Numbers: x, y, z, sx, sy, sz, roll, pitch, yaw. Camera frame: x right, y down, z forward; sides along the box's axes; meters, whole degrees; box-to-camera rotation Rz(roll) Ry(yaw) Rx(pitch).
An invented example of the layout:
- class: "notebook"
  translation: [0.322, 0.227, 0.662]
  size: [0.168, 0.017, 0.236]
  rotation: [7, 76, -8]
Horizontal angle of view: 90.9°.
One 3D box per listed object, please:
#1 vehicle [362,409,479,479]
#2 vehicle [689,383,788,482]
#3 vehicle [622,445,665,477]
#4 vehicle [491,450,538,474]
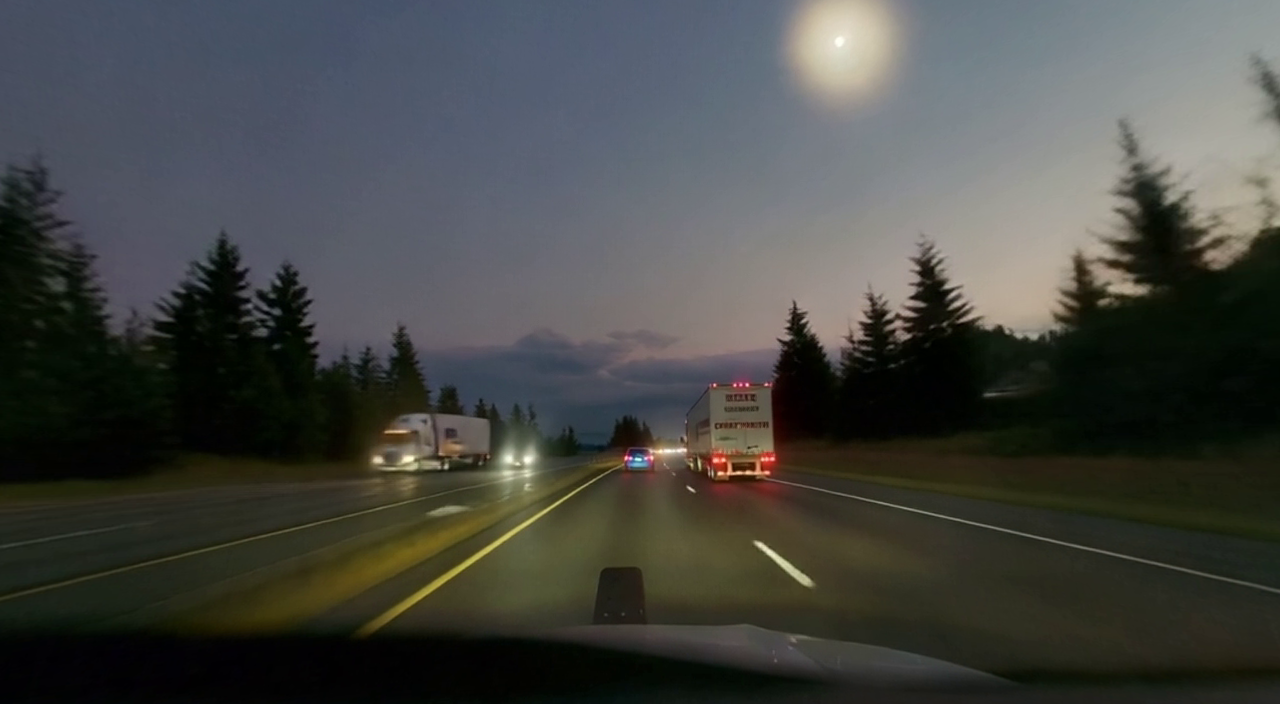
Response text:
- class: "vehicle"
  translation: [-13.247, 5.795, 39.491]
  size: [3.135, 3.736, 10.955]
  rotation: [0, -9, 2]
- class: "vehicle"
  translation: [4.633, 4.455, 33.329]
  size: [2.909, 4.074, 14.457]
  rotation: [0, -9, 0]
- class: "vehicle"
  translation: [0.181, 5.527, 32.138]
  size: [2.074, 1.475, 3.960]
  rotation: [0, -9, 0]
- class: "vehicle"
  translation: [-8.158, 7.188, 41.390]
  size: [1.975, 1.514, 4.708]
  rotation: [0, -9, 2]
